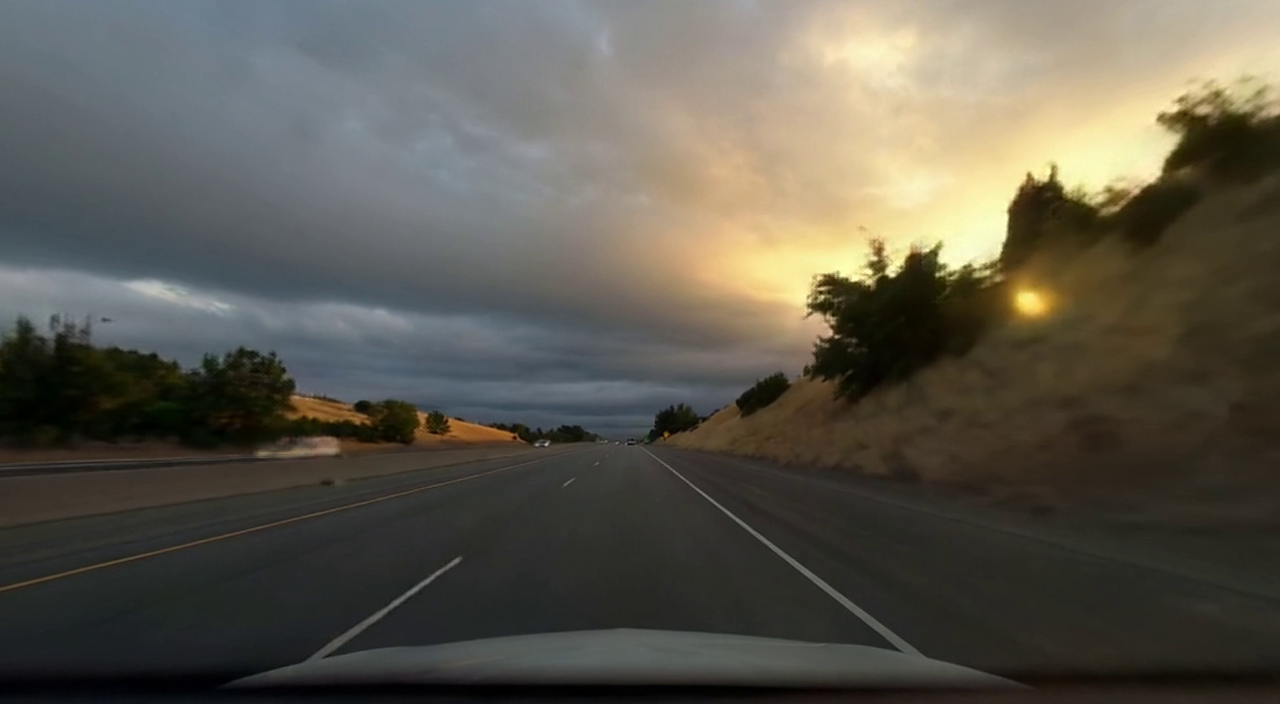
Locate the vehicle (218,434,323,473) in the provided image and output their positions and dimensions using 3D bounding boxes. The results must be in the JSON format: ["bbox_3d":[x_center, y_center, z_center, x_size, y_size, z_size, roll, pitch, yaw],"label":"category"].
[{"bbox_3d":[-15.011,4.126,25.843,1.834,1.447,4.030,0,-8,0],"label":"vehicle"}]
